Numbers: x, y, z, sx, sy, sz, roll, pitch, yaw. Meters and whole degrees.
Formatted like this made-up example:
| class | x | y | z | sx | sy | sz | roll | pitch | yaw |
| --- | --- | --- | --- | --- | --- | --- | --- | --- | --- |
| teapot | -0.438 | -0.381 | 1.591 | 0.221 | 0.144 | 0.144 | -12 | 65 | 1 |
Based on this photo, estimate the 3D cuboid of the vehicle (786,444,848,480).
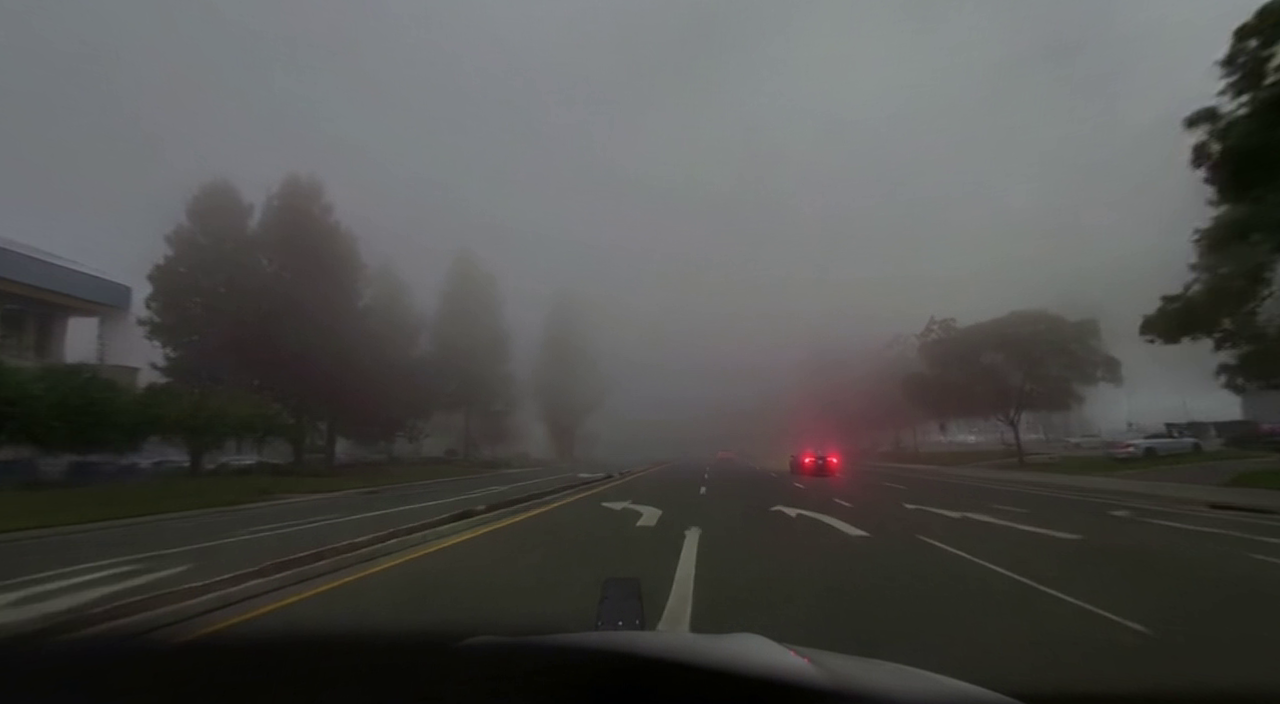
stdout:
| class | x | y | z | sx | sy | sz | roll | pitch | yaw |
| --- | --- | --- | --- | --- | --- | --- | --- | --- | --- |
| vehicle | 8.726 | 5.456 | 31.528 | 2.181 | 1.639 | 4.127 | -1 | -9 | 5 |

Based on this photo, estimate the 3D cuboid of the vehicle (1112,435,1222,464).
| class | x | y | z | sx | sy | sz | roll | pitch | yaw |
| --- | --- | --- | --- | --- | --- | --- | --- | --- | --- |
| vehicle | 26.628 | 4.927 | 32.027 | 3.881 | 1.410 | 1.702 | -1 | -9 | 4 |

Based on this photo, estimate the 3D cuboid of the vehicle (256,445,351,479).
| class | x | y | z | sx | sy | sz | roll | pitch | yaw |
| --- | --- | --- | --- | --- | --- | --- | --- | --- | --- |
| vehicle | -24.170 | 7.916 | 45.573 | 5.472 | 2.114 | 2.482 | -3 | -10 | 3 |
